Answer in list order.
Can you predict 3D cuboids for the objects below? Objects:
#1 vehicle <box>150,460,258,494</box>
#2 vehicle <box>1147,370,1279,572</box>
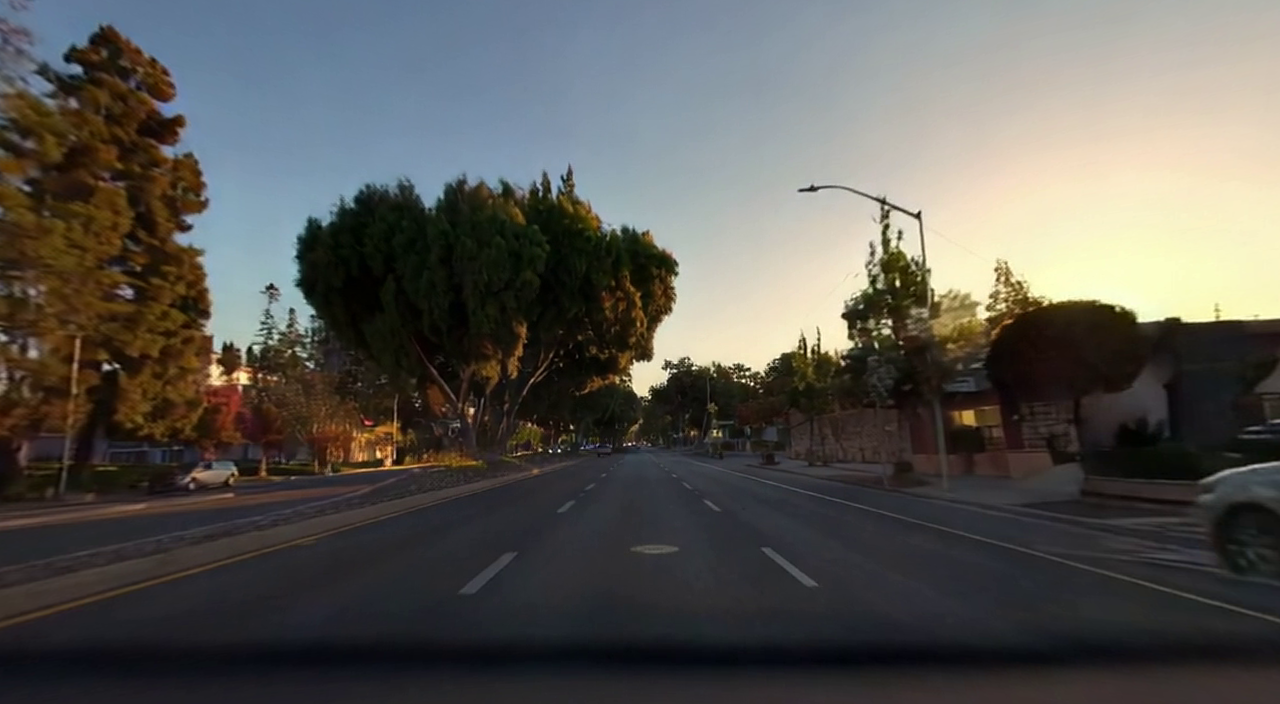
[{"bbox_3d":[-22.185,6.360,32.535,1.164,1.469,6.173,0,-9,0],"label":"vehicle"},{"bbox_3d":[7.111,1.000,5.127,1.954,1.907,4.736,0,-9,-1],"label":"vehicle"}]
